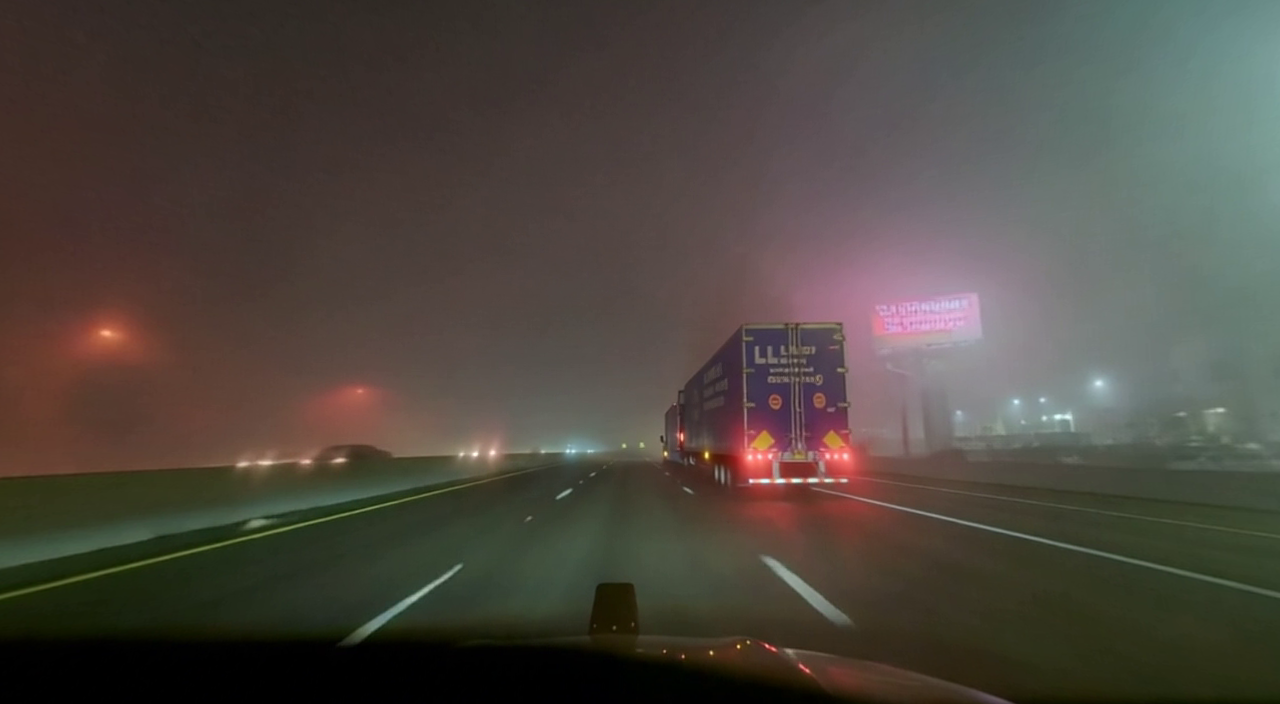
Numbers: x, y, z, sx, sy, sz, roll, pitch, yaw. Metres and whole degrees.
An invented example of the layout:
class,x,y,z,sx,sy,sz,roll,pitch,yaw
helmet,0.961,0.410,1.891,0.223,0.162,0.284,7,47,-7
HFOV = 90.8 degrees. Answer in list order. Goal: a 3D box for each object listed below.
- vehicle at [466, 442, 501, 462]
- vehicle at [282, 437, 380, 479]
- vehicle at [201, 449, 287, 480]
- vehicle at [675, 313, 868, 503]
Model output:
class,x,y,z,sx,sy,sz,roll,pitch,yaw
vehicle,-11.441,7.336,46.445,1.679,1.408,3.364,0,-9,0
vehicle,-11.206,3.864,23.196,1.806,1.408,3.416,0,-9,1
vehicle,-18.813,5.352,30.194,1.764,1.350,3.516,0,-9,0
vehicle,3.491,2.534,23.146,2.891,4.387,17.121,0,-9,-2
